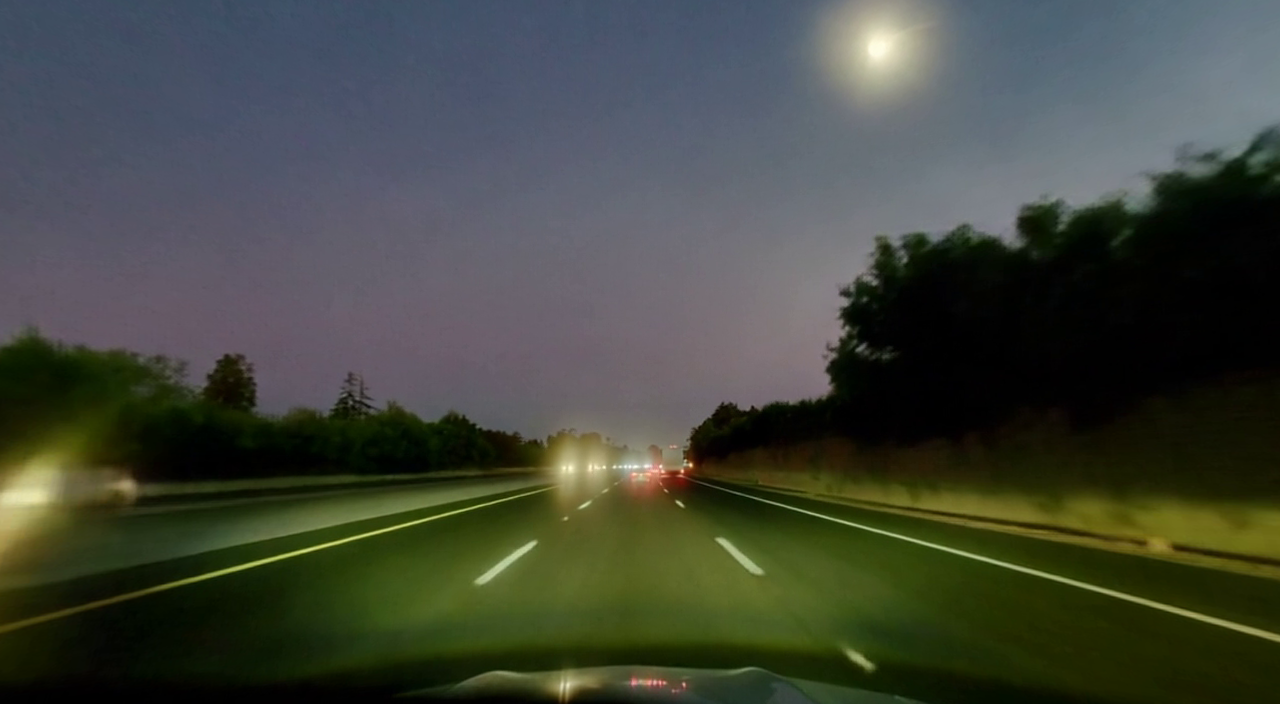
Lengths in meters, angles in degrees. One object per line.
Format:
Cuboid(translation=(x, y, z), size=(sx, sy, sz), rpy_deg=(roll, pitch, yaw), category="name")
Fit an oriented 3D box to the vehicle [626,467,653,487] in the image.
Cuboid(translation=(-0.059, 9.696, 49.009), size=(2.015, 1.478, 3.920), rpy_deg=(1, -10, -1), category="vehicle")
